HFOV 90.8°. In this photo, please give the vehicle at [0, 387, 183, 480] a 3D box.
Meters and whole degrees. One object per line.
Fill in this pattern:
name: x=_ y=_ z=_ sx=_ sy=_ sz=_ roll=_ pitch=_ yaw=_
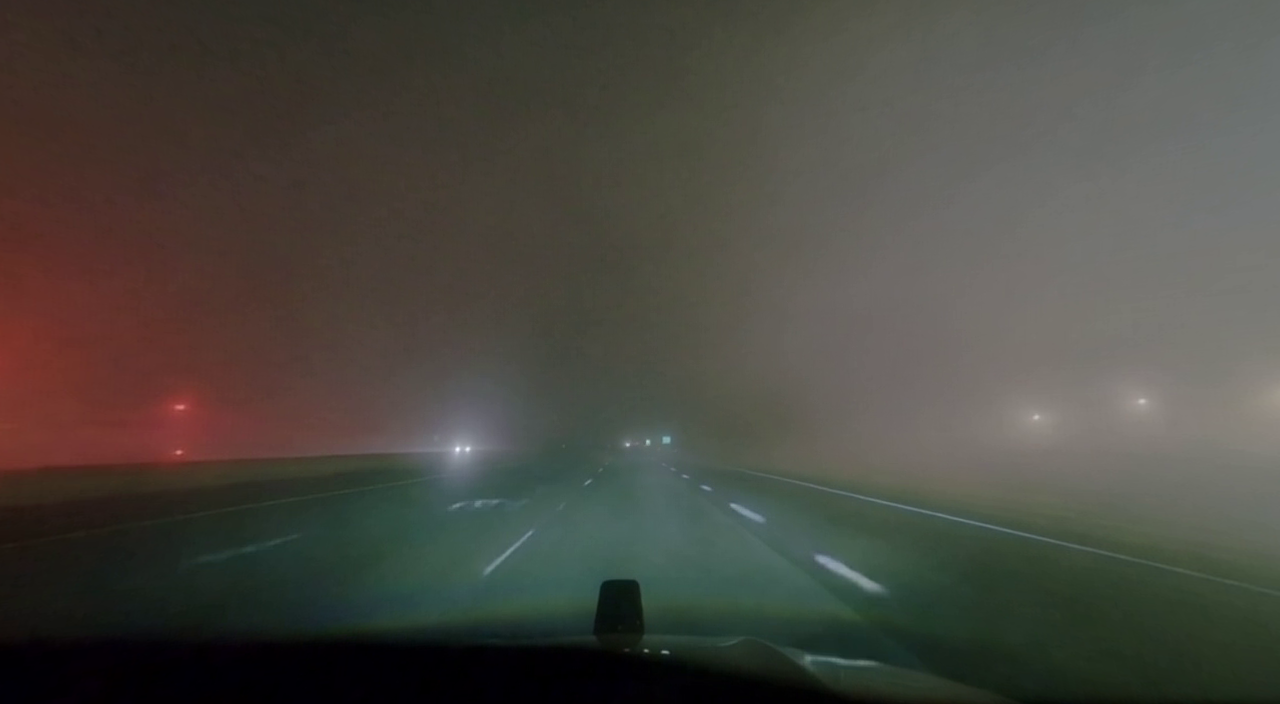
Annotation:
vehicle: x=-30.263 y=4.279 z=32.270 sx=2.921 sy=4.130 sz=14.945 roll=2 pitch=-9 yaw=-2
